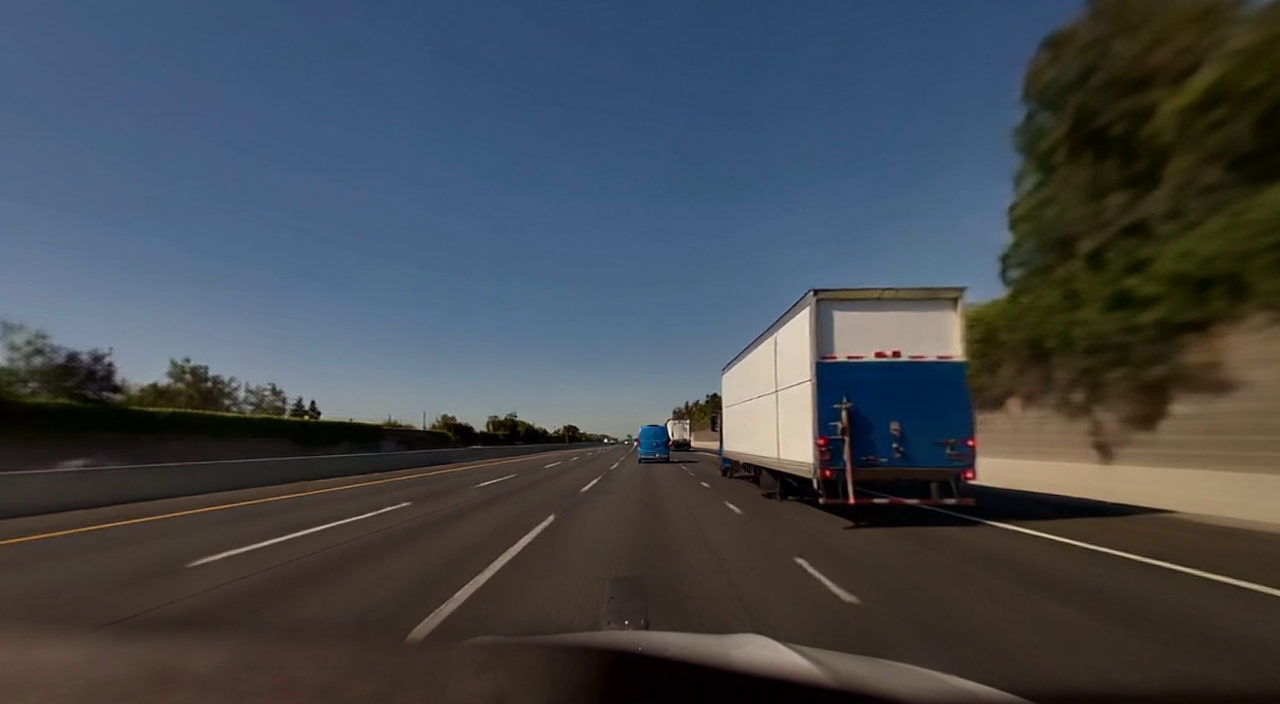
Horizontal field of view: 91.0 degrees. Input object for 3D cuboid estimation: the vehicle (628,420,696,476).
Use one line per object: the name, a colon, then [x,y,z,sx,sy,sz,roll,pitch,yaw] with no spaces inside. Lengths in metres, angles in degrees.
vehicle: [0.837,3.789,25.041,2.469,2.027,4.554,0,-8,1]

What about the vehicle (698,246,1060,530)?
vehicle: [4.238,1.652,17.697,3.892,4.216,16.830,0,-8,1]
